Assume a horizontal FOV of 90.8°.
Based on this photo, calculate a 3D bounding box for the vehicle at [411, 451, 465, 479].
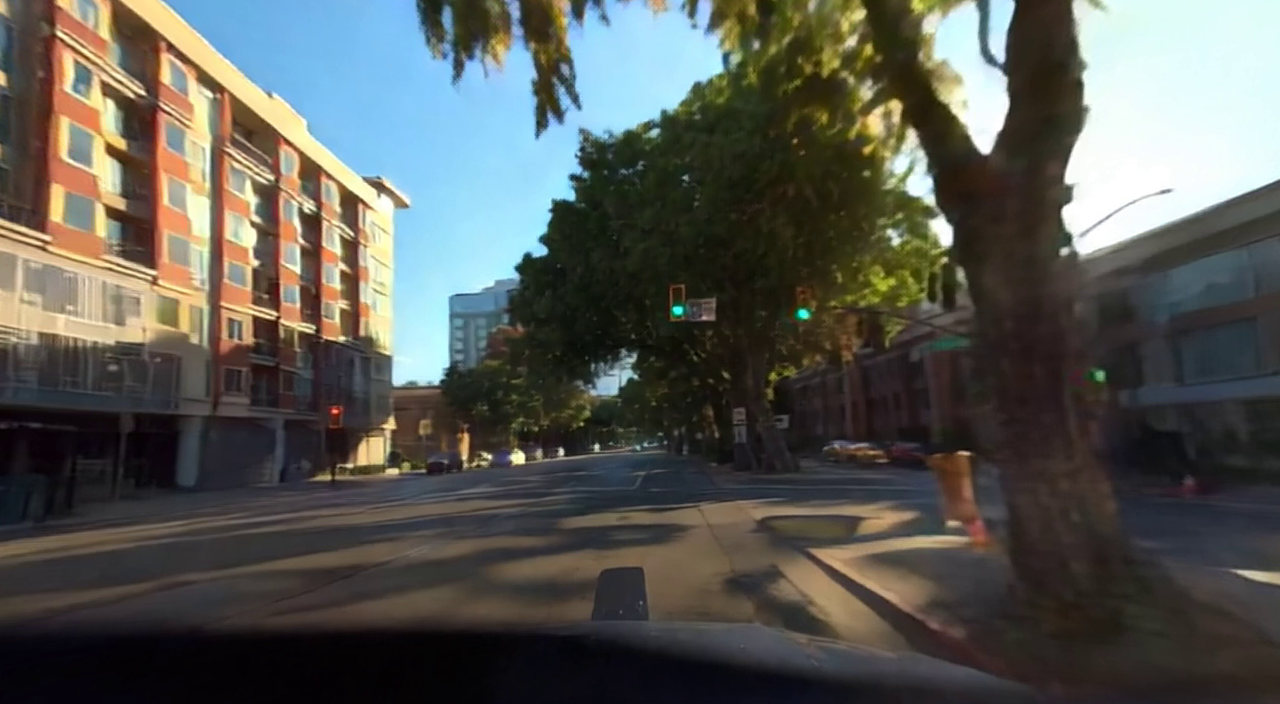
[{"bbox_3d":[-13.637,7.643,42.986,2.075,1.708,4.335,-1,-8,3],"label":"vehicle"}]

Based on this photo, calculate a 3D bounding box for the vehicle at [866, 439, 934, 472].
[{"bbox_3d":[15.644,6.229,38.276,2.181,1.876,4.723,0,-8,2],"label":"vehicle"}]

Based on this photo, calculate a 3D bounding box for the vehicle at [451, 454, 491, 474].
[{"bbox_3d":[-13.206,8.765,49.561,1.719,1.440,4.201,-1,-8,3],"label":"vehicle"}]
